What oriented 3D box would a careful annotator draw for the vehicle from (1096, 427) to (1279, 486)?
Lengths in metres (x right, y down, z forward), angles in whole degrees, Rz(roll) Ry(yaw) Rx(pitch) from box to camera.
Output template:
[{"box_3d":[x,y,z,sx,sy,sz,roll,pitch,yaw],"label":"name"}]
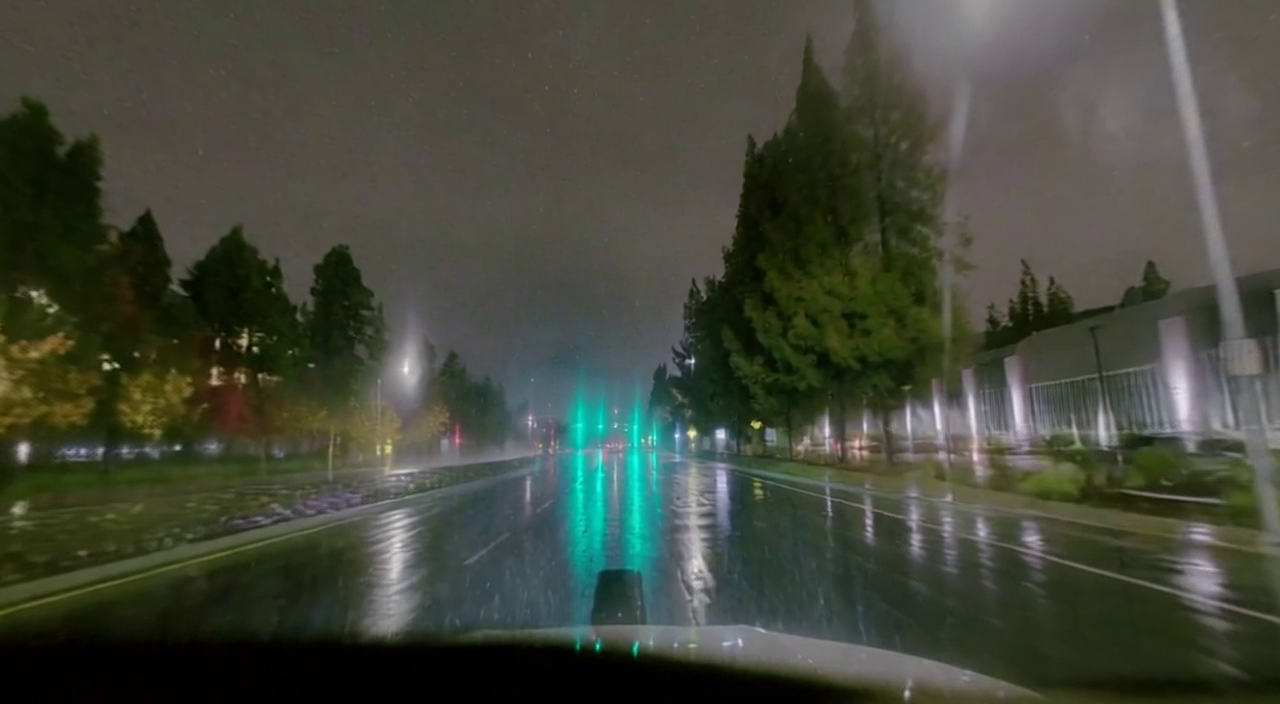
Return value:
[{"box_3d":[17.485,3.231,19.689,4.938,1.729,2.098,0,-9,-3],"label":"vehicle"}]
